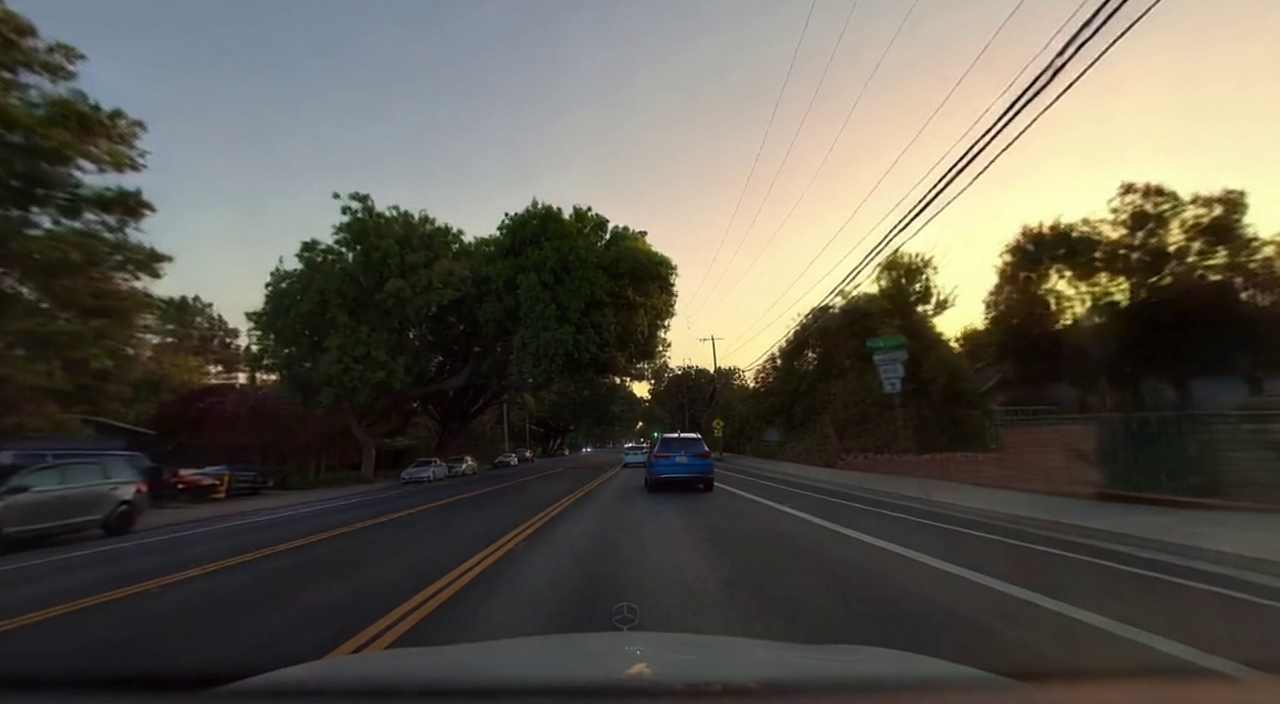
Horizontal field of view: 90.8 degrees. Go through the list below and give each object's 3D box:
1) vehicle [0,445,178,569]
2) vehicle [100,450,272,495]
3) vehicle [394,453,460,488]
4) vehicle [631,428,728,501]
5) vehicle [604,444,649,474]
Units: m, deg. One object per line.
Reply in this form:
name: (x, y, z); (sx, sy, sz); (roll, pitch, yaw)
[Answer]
vehicle: (-12.114, 2.933, 12.294); (2.504, 2.031, 5.237); (-3, -8, -3)
vehicle: (-20.706, 5.479, 29.086); (6.011, 1.909, 2.279); (1, -9, -4)
vehicle: (-12.365, 6.862, 37.042); (2.150, 1.644, 5.120); (-5, -8, -1)
vehicle: (0.944, 3.117, 17.914); (2.200, 1.763, 4.676); (0, -8, -3)
vehicle: (-0.729, 5.609, 33.335); (2.196, 1.449, 4.006); (0, -8, -2)
